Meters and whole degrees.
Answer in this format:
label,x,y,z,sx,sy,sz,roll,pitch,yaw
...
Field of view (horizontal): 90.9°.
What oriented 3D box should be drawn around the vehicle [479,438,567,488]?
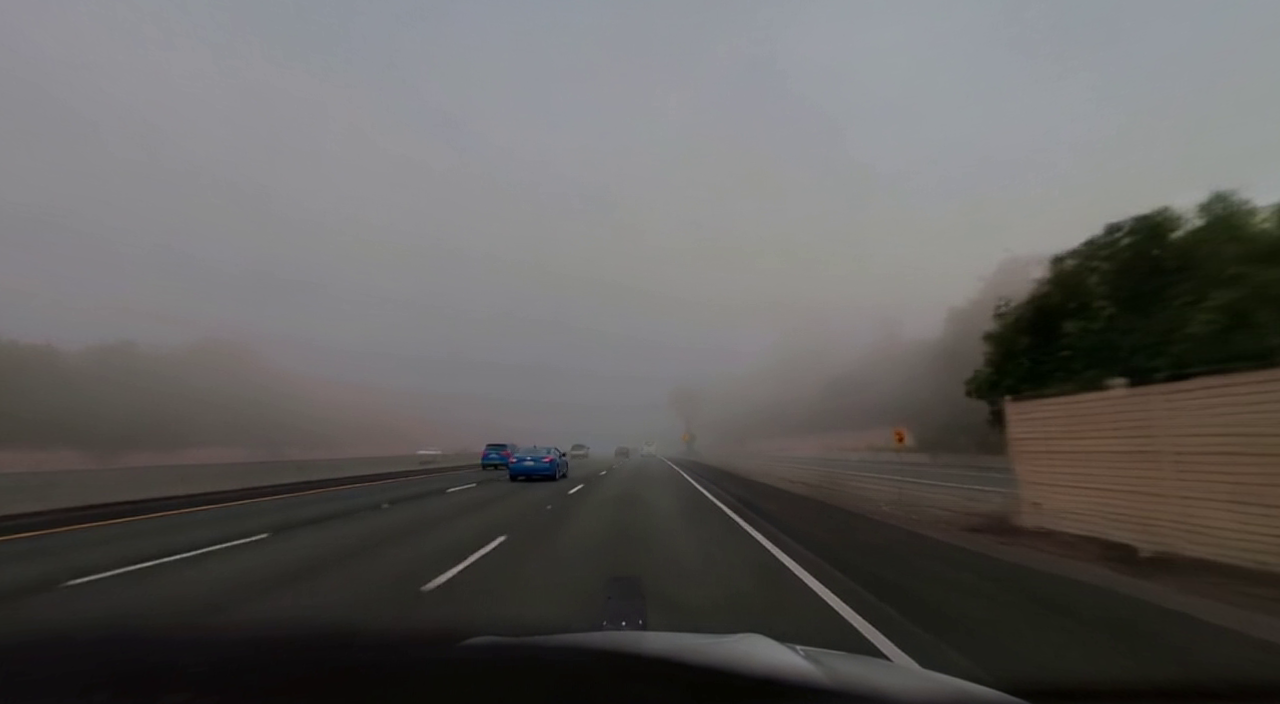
label,x,y,z,sx,sy,sz,roll,pitch,yaw
vehicle,-3.933,3.822,22.143,2.081,1.514,4.943,0,-8,1
